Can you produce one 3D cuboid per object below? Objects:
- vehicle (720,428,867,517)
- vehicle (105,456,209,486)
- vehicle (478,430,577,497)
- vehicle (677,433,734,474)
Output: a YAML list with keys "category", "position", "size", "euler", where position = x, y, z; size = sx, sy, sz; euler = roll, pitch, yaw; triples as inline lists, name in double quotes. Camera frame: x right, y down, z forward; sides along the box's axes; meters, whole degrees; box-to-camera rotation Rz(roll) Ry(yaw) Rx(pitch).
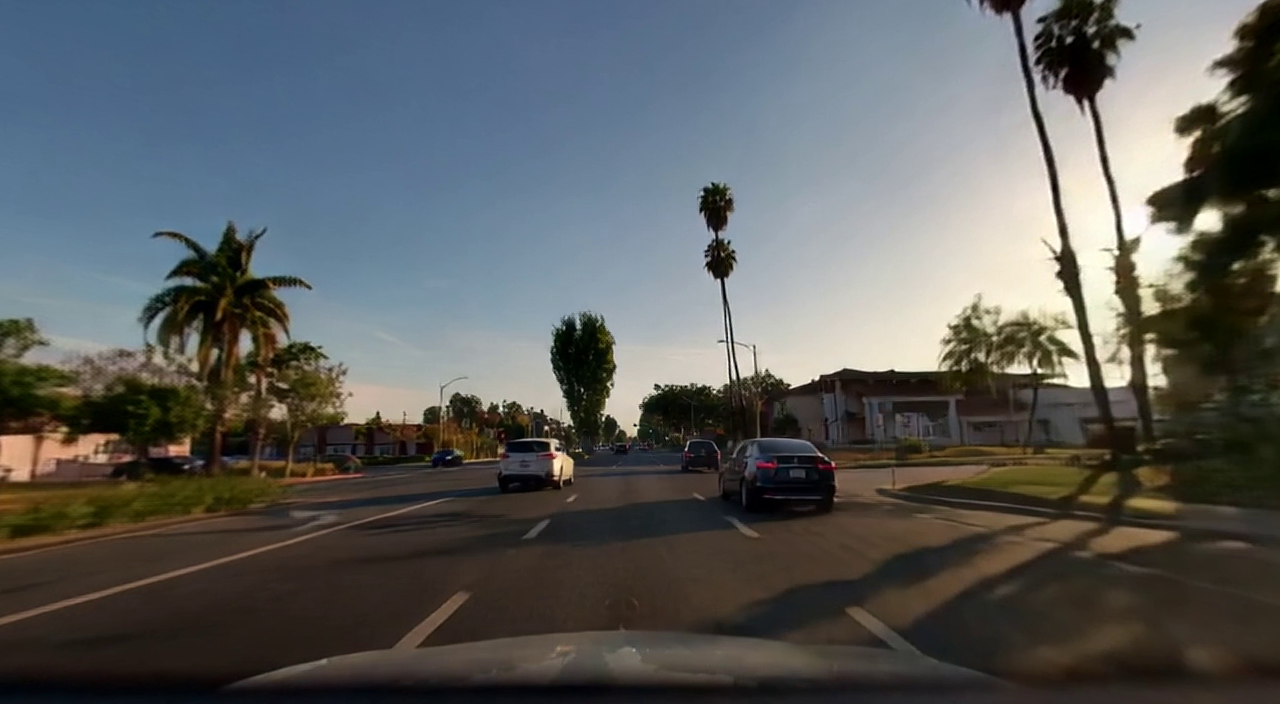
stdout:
- category: "vehicle"
  position: [3.223, 2.630, 14.232]
  size: [2.084, 1.682, 4.148]
  euler: [1, -8, -3]
- category: "vehicle"
  position: [-29.007, 7.121, 37.872]
  size: [4.586, 1.513, 1.973]
  euler: [-2, -9, -2]
- category: "vehicle"
  position: [-3.194, 3.275, 18.853]
  size: [2.084, 1.735, 4.528]
  euler: [0, -8, 1]
- category: "vehicle"
  position: [3.216, 5.125, 31.988]
  size: [2.244, 1.901, 4.561]
  euler: [0, -8, -2]
